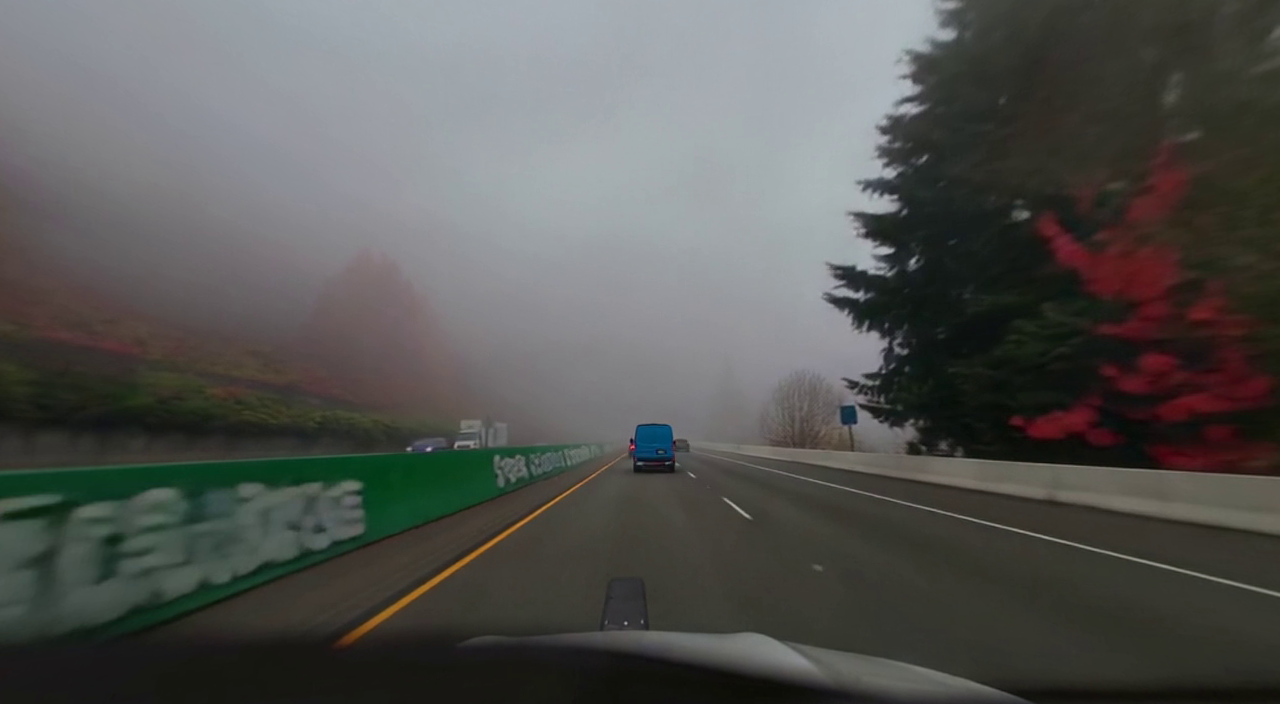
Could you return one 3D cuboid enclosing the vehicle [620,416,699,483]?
[{"bbox_3d":[0.585,3.176,20.657,2.283,1.956,4.421,0,-8,0],"label":"vehicle"}]

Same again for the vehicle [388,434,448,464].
[{"bbox_3d":[-15.140,6.622,43.136,2.108,1.923,4.958,0,-8,2],"label":"vehicle"}]
